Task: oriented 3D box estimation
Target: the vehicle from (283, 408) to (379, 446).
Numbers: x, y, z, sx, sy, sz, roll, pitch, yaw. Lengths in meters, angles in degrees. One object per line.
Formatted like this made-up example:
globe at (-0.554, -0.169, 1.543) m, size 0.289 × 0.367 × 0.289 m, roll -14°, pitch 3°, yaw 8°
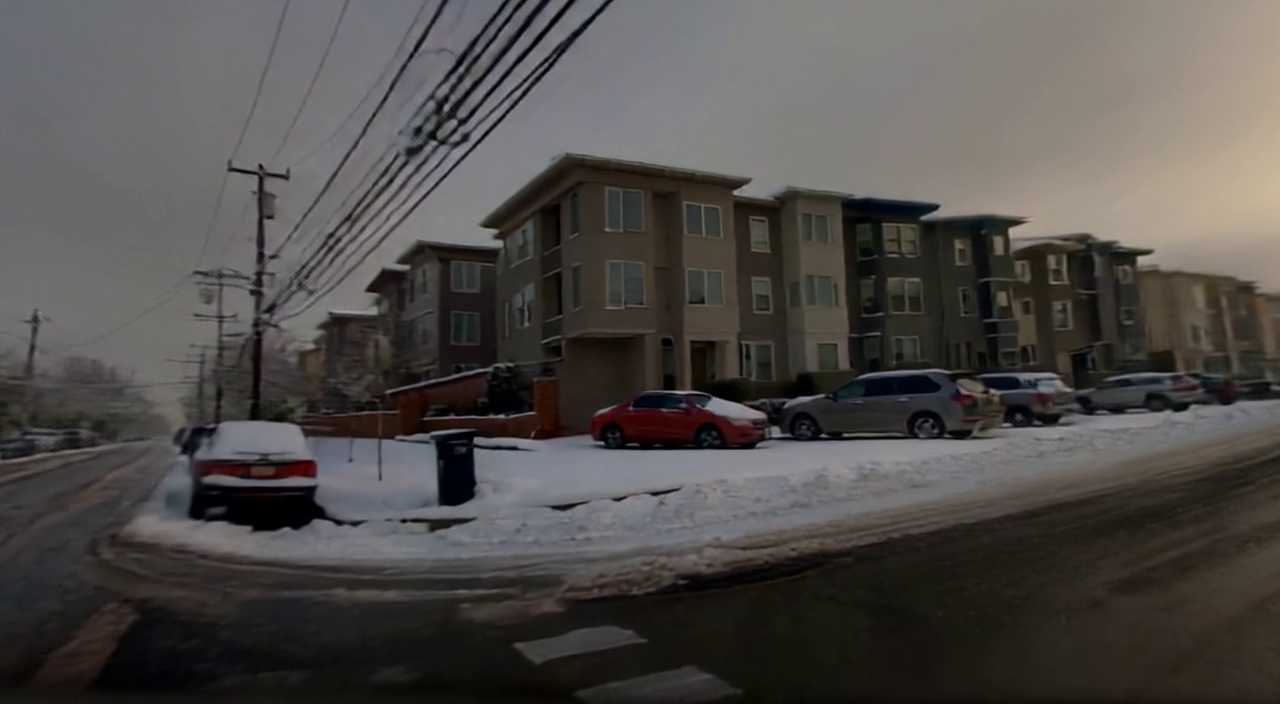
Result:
vehicle at (-17.366, 4.177, 35.552) m, size 4.520 × 1.608 × 1.714 m, roll -2°, pitch -1°, yaw -39°

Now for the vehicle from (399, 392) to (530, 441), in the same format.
vehicle at (-7.487, 2.814, 26.667) m, size 5.778 × 1.875 × 2.152 m, roll -6°, pitch -9°, yaw 36°

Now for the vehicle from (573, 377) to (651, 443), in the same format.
vehicle at (-0.773, 1.790, 18.488) m, size 2.003 × 1.695 × 4.195 m, roll 0°, pitch -8°, yaw -1°

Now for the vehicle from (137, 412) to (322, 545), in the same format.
vehicle at (-6.414, 1.824, 9.766) m, size 1.914 × 1.591 × 3.892 m, roll 5°, pitch -10°, yaw -36°

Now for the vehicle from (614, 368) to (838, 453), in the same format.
vehicle at (1.917, 1.414, 14.260) m, size 4.648 × 1.659 × 1.897 m, roll -4°, pitch -9°, yaw 23°

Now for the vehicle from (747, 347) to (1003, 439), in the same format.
vehicle at (5.676, 1.164, 15.782) m, size 5.514 × 1.976 × 2.153 m, roll -3°, pitch -9°, yaw 20°

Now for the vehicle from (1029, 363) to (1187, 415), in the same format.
vehicle at (18.009, 1.499, 24.571) m, size 4.450 × 1.707 × 1.902 m, roll -4°, pitch -9°, yaw 20°
